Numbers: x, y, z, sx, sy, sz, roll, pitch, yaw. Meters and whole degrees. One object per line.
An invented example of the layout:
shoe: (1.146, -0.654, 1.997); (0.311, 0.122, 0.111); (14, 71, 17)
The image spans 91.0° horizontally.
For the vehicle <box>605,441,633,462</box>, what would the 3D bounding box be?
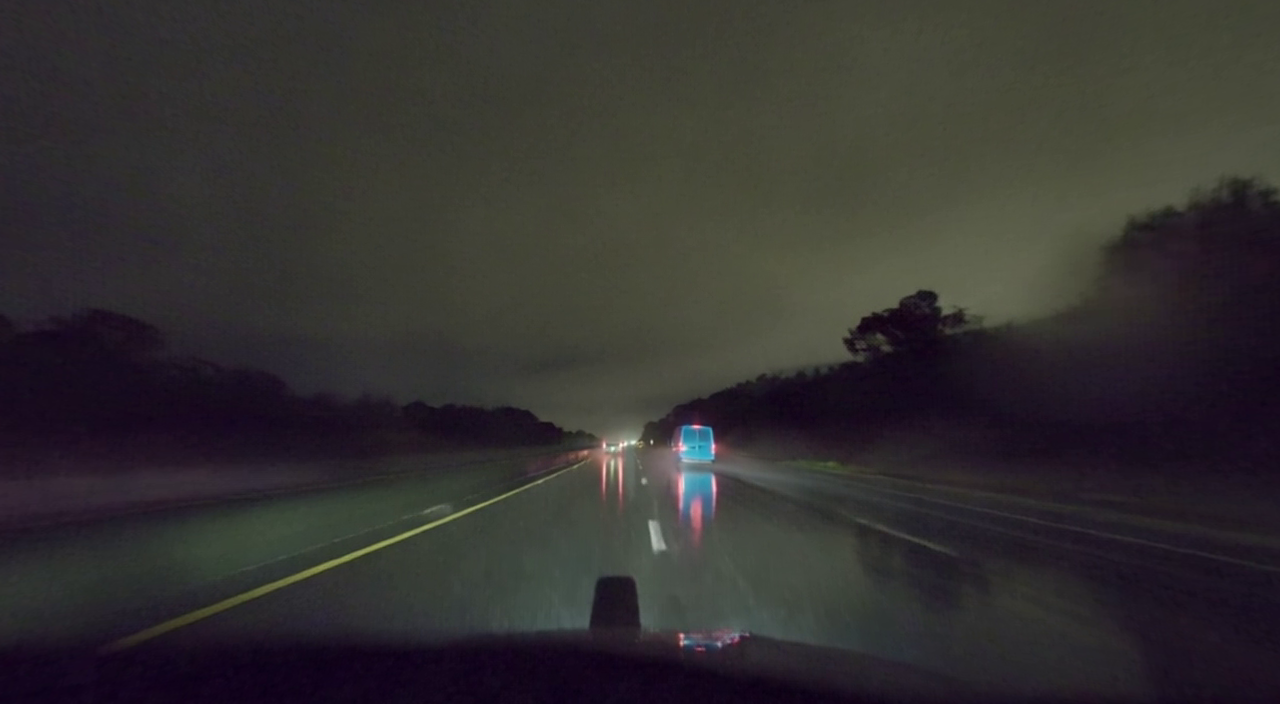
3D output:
vehicle: (-1.561, 7.522, 47.721); (2.005, 1.466, 3.739); (-1, -8, -1)

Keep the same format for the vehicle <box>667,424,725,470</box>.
vehicle: (2.641, 4.647, 30.945); (2.269, 2.048, 4.679); (0, -8, -2)
